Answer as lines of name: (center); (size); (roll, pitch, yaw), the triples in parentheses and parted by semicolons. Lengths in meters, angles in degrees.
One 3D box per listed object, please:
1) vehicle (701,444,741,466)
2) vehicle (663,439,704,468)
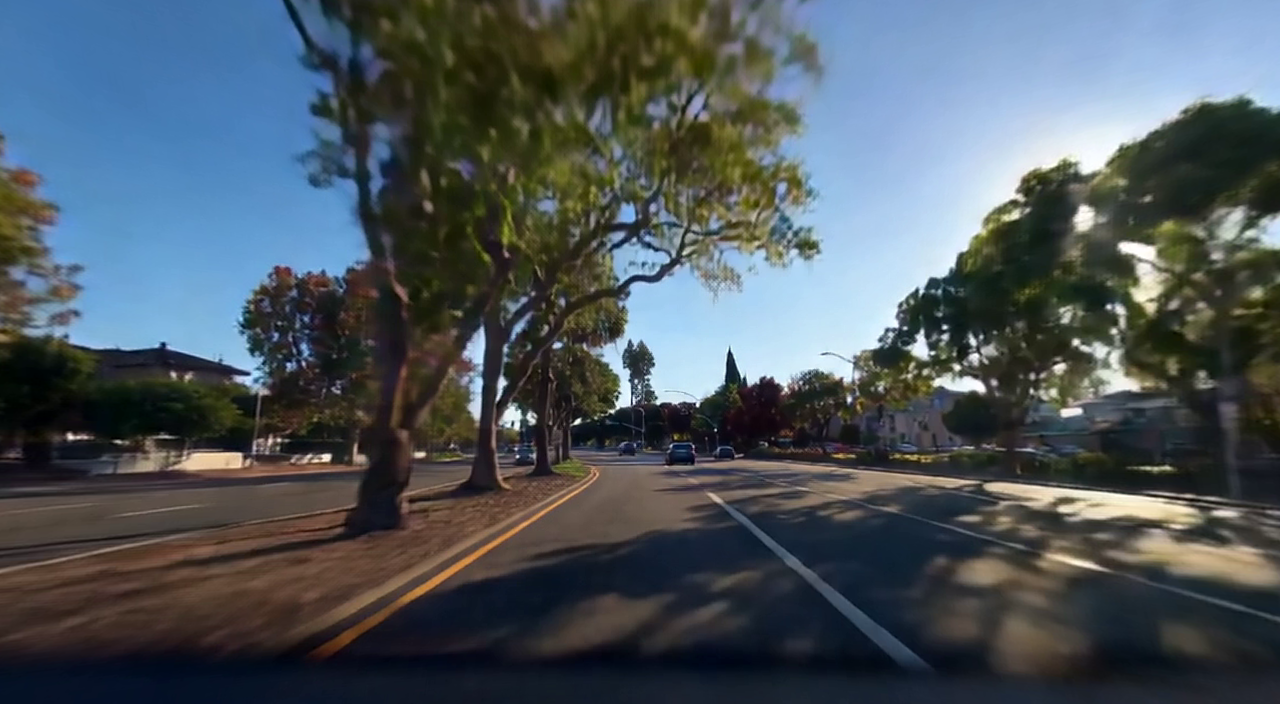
vehicle: (5.938, 7.625, 46.665); (1.969, 1.522, 4.609); (1, -8, -5)
vehicle: (2.813, 6.730, 42.028); (2.046, 1.818, 4.603); (1, -8, -5)
